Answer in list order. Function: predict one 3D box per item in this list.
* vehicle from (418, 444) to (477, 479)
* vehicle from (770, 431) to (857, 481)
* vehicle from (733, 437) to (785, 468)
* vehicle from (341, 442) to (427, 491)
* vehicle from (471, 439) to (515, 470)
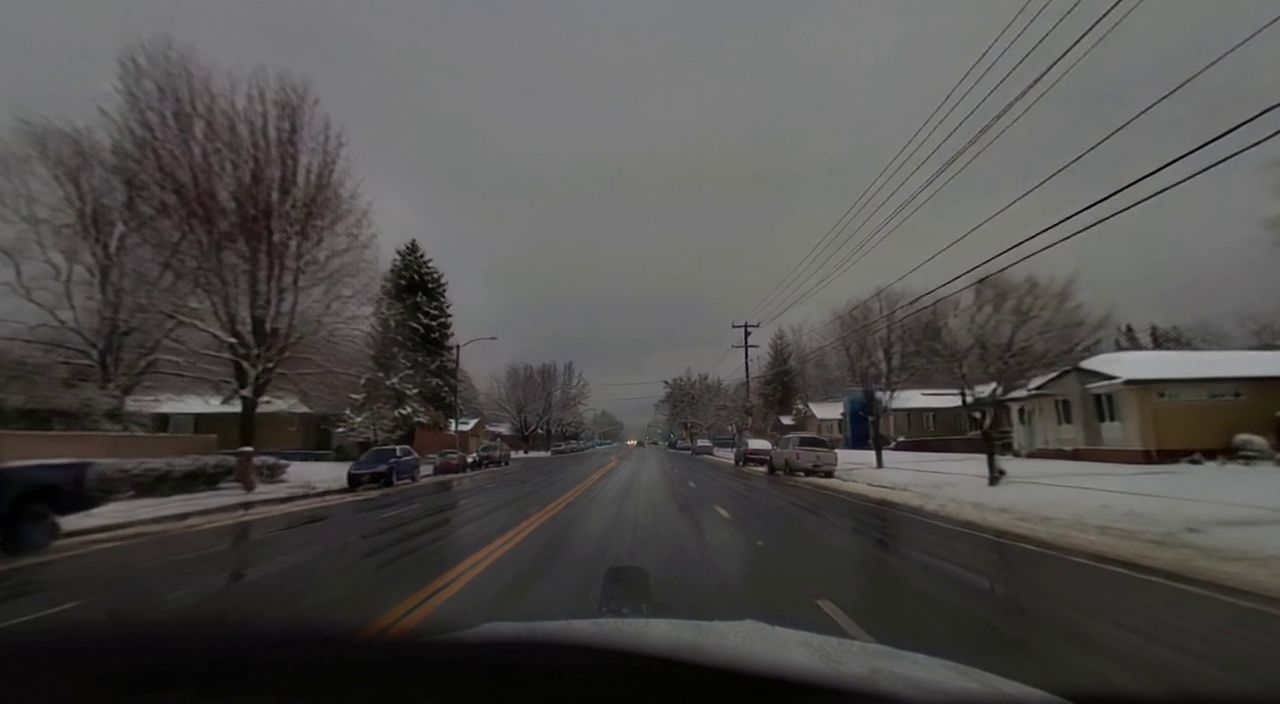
[{"bbox_3d":[-10.396,5.906,34.339,1.932,1.472,4.516,-3,-6,-2],"label":"vehicle"},{"bbox_3d":[6.911,4.193,25.663,2.128,1.823,4.834,0,-8,0],"label":"vehicle"},{"bbox_3d":[6.947,5.922,37.330,2.194,1.741,4.800,0,-8,1],"label":"vehicle"},{"bbox_3d":[-10.295,4.572,25.697,1.974,1.696,4.336,-2,-8,-4],"label":"vehicle"},{"bbox_3d":[-10.214,7.106,44.001,1.984,1.762,4.266,-3,-6,0],"label":"vehicle"}]
